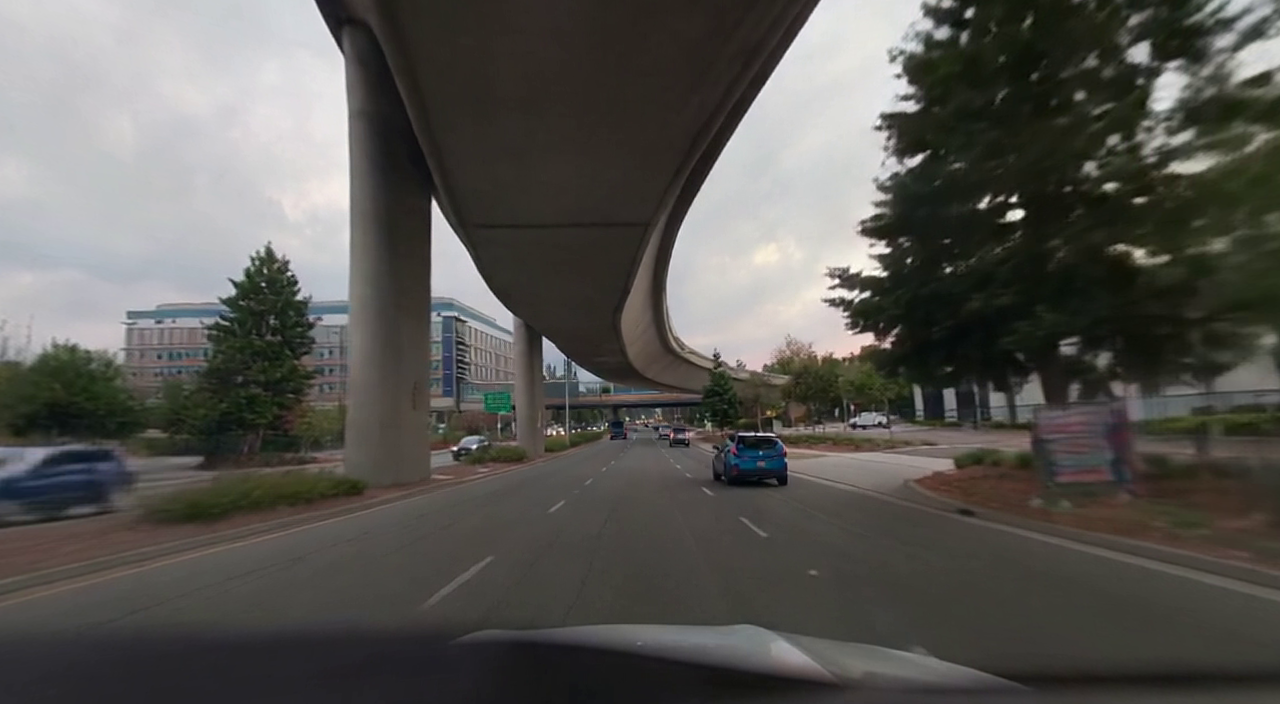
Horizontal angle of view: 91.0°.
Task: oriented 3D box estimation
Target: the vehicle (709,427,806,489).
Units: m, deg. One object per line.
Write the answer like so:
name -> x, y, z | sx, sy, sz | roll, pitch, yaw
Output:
vehicle -> 3.487, 3.262, 19.647 | 2.110, 1.712, 4.489 | 0, -9, 0

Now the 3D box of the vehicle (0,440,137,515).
vehicle -> -15.838, 3.155, 16.174 | 1.958, 1.725, 4.539 | 0, -9, 1

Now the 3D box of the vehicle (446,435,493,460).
vehicle -> -12.234, 6.906, 45.515 | 1.976, 1.694, 4.453 | 0, -9, 2
